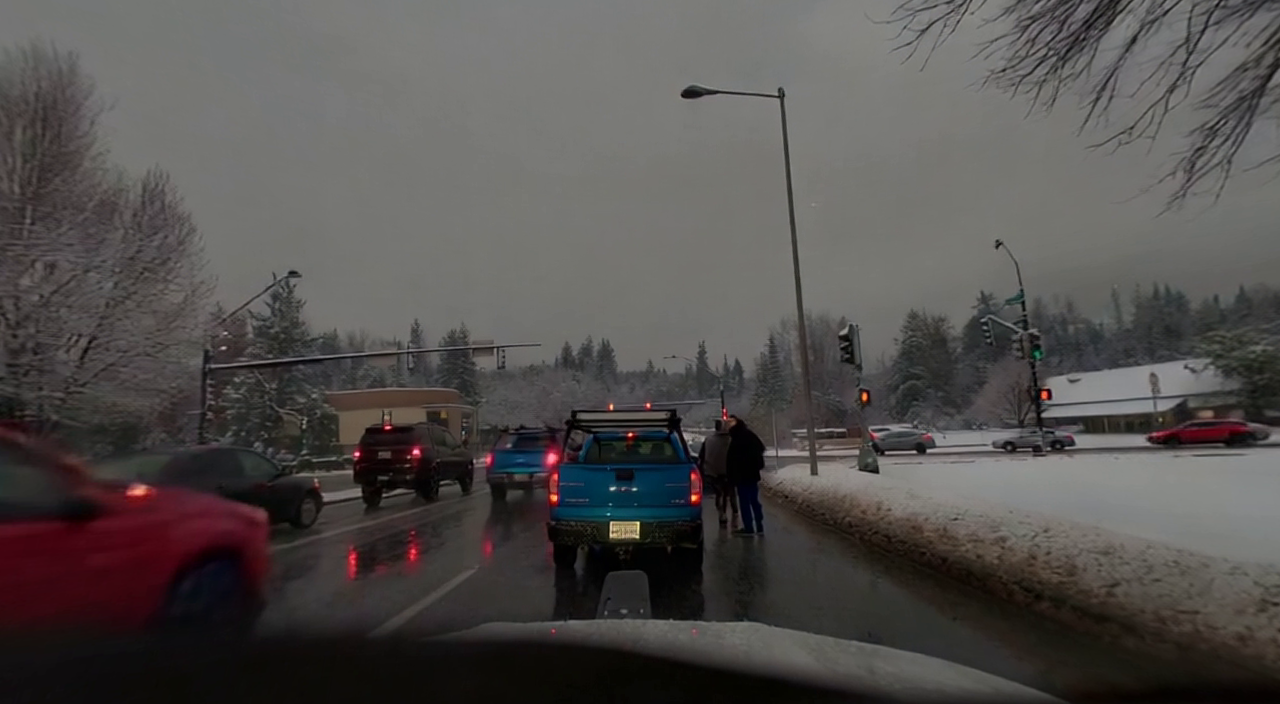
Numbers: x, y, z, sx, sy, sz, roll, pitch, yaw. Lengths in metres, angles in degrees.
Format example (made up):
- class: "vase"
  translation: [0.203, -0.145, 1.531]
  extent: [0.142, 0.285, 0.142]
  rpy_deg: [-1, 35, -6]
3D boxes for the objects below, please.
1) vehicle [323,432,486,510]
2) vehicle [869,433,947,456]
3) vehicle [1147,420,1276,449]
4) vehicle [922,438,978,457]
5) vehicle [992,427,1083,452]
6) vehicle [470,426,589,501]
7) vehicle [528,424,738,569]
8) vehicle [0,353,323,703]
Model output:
- class: "vehicle"
  translation: [-6.168, 3.174, 17.342]
  extent: [2.230, 1.811, 5.183]
  rpy_deg: [-1, -9, 3]
- class: "vehicle"
  translation: [17.529, 6.087, 41.159]
  extent: [4.441, 1.452, 1.798]
  rpy_deg: [-5, -10, 30]
- class: "vehicle"
  translation: [30.549, 4.466, 33.796]
  extent: [4.739, 1.472, 1.804]
  rpy_deg: [-5, -10, 29]
- class: "vehicle"
  translation: [24.591, 7.577, 49.820]
  extent: [3.662, 1.442, 1.787]
  rpy_deg: [-6, -10, 33]
- class: "vehicle"
  translation: [23.806, 5.298, 37.753]
  extent: [4.454, 1.440, 1.816]
  rpy_deg: [-5, -10, 30]
- class: "vehicle"
  translation: [-2.935, 3.134, 18.009]
  extent: [2.223, 1.826, 4.990]
  rpy_deg: [-1, -9, 3]
- class: "vehicle"
  translation: [-0.049, 1.821, 8.683]
  extent: [2.182, 1.501, 4.150]
  rpy_deg: [0, -9, 1]
- class: "vehicle"
  translation: [-3.499, 0.840, 2.416]
  extent: [2.040, 1.660, 4.609]
  rpy_deg: [0, -9, 2]
